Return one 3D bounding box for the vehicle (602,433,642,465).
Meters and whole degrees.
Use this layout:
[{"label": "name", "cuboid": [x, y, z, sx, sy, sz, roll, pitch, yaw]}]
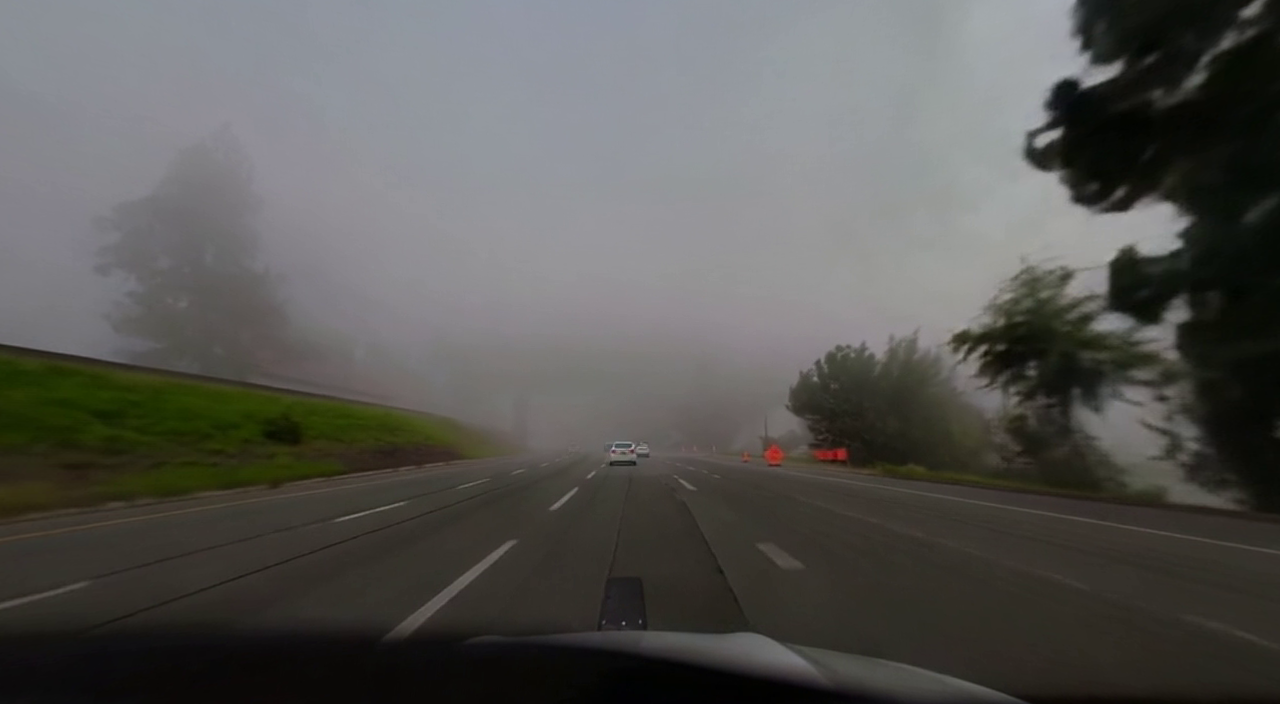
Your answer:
[{"label": "vehicle", "cuboid": [-1.181, 6.011, 39.247, 2.328, 1.805, 4.502, 0, -8, -3]}]
